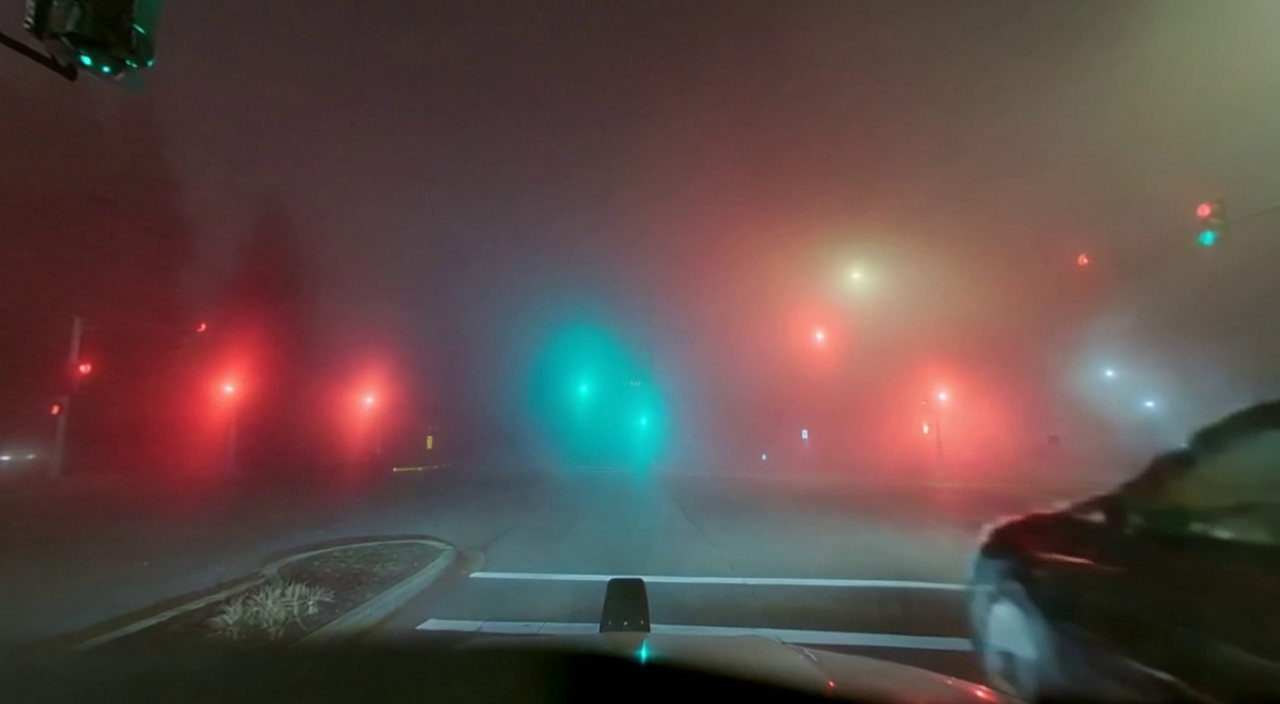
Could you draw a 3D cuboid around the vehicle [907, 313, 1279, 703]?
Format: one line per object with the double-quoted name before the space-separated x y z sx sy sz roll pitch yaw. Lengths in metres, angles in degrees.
"vehicle" 2.862 0.751 1.739 2.150 1.706 4.754 0 -8 0
